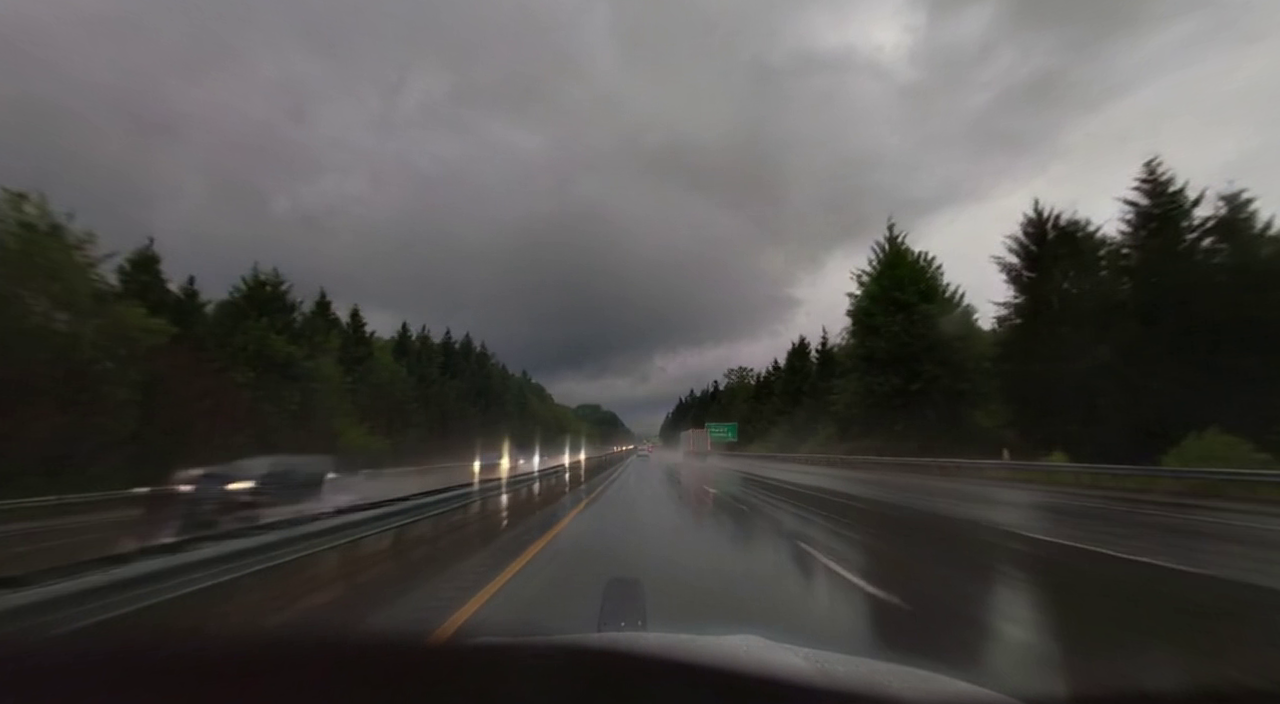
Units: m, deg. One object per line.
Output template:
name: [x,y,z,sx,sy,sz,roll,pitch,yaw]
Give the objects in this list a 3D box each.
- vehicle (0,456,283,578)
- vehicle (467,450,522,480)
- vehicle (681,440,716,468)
vehicle: [-8.423,2.557,10.662,2.003,1.517,4.753,0,-9,0]
vehicle: [-8.061,6.295,35.392,1.999,1.587,4.351,0,-9,1]
vehicle: [4.481,7.857,48.729,2.189,2.007,4.872,0,-9,-1]
